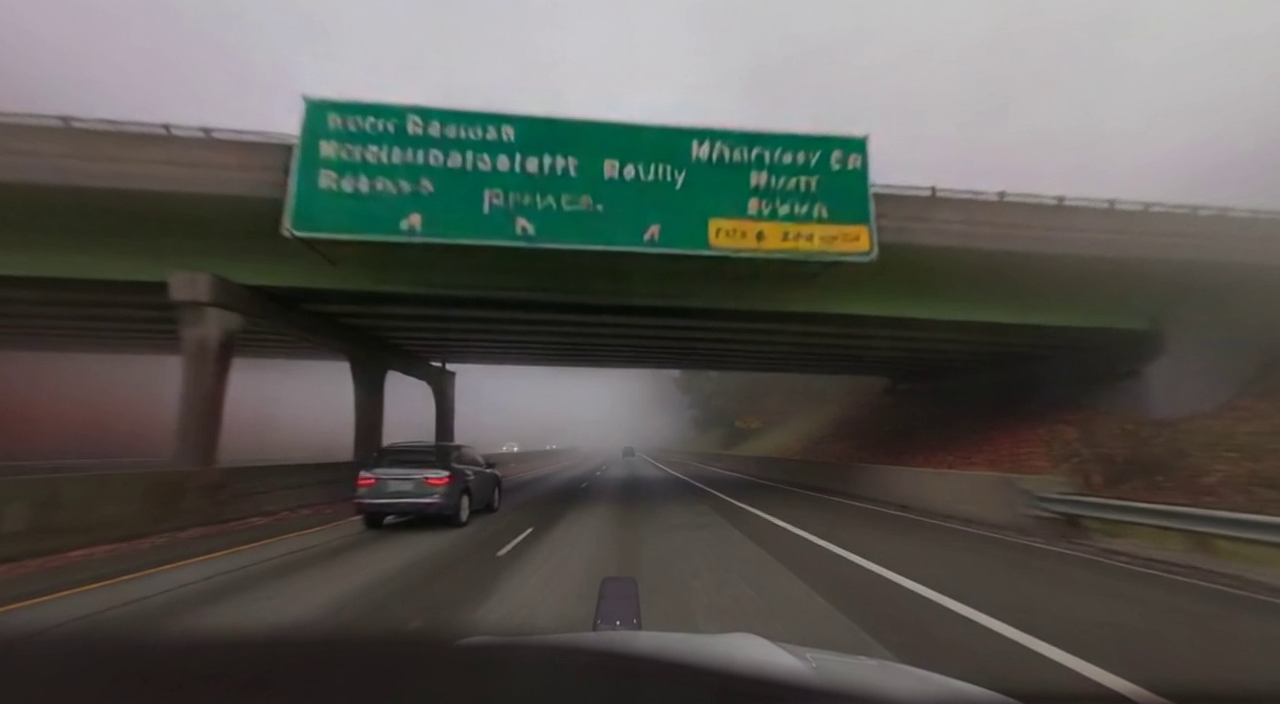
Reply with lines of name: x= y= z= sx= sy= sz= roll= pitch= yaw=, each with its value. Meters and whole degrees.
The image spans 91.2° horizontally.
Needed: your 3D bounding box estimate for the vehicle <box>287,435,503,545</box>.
vehicle: x=-4.005 y=2.328 z=11.347 sx=2.047 sy=1.519 sz=4.832 roll=0 pitch=-9 yaw=-1
